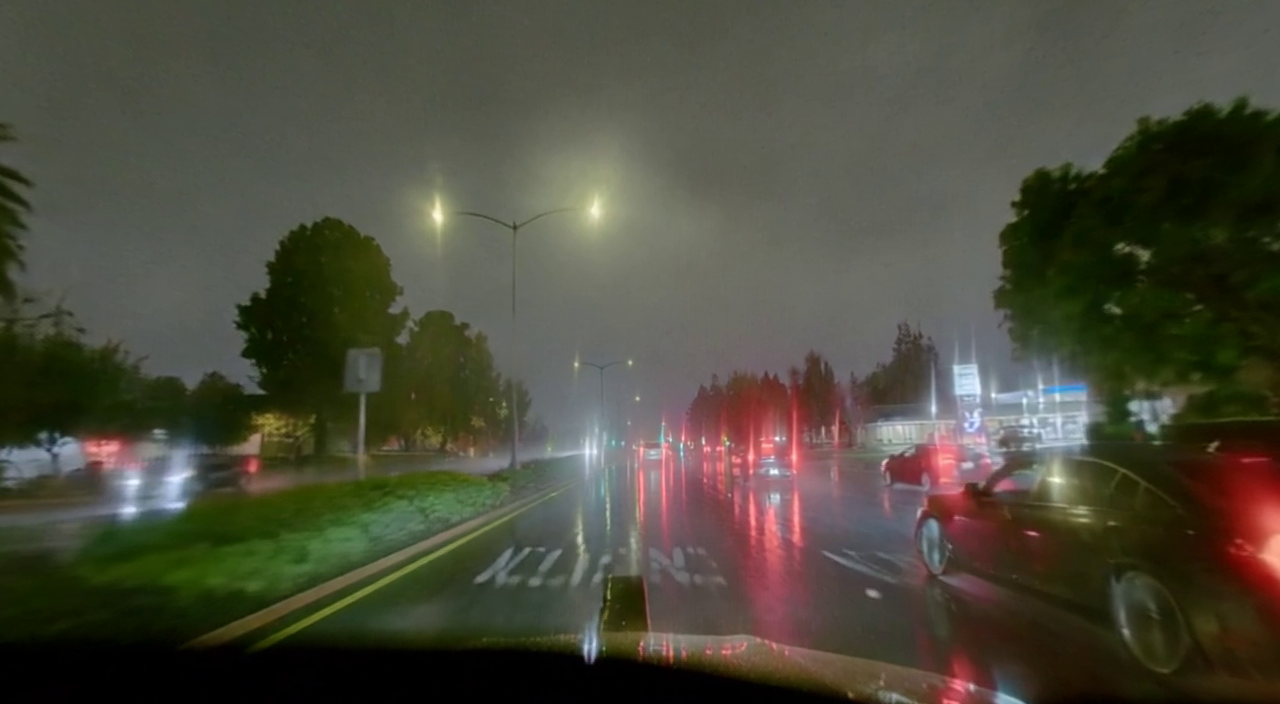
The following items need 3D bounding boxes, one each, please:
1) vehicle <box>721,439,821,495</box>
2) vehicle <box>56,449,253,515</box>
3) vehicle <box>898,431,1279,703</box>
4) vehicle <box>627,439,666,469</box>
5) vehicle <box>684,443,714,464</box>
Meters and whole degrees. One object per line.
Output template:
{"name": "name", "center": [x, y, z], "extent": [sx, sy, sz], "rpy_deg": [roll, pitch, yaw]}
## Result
{"name": "vehicle", "center": [3.924, 3.528, 19.731], "extent": [2.119, 1.509, 4.756], "rpy_deg": [0, -9, 0]}
{"name": "vehicle", "center": [-13.304, 3.529, 17.659], "extent": [1.937, 1.501, 4.520], "rpy_deg": [-2, -9, 0]}
{"name": "vehicle", "center": [3.961, 1.386, 4.955], "extent": [1.944, 1.404, 4.597], "rpy_deg": [0, -9, 1]}
{"name": "vehicle", "center": [0.396, 6.093, 37.576], "extent": [2.172, 1.694, 4.055], "rpy_deg": [0, -9, 0]}
{"name": "vehicle", "center": [4.615, 8.014, 49.771], "extent": [1.980, 1.515, 4.362], "rpy_deg": [0, -9, 0]}
